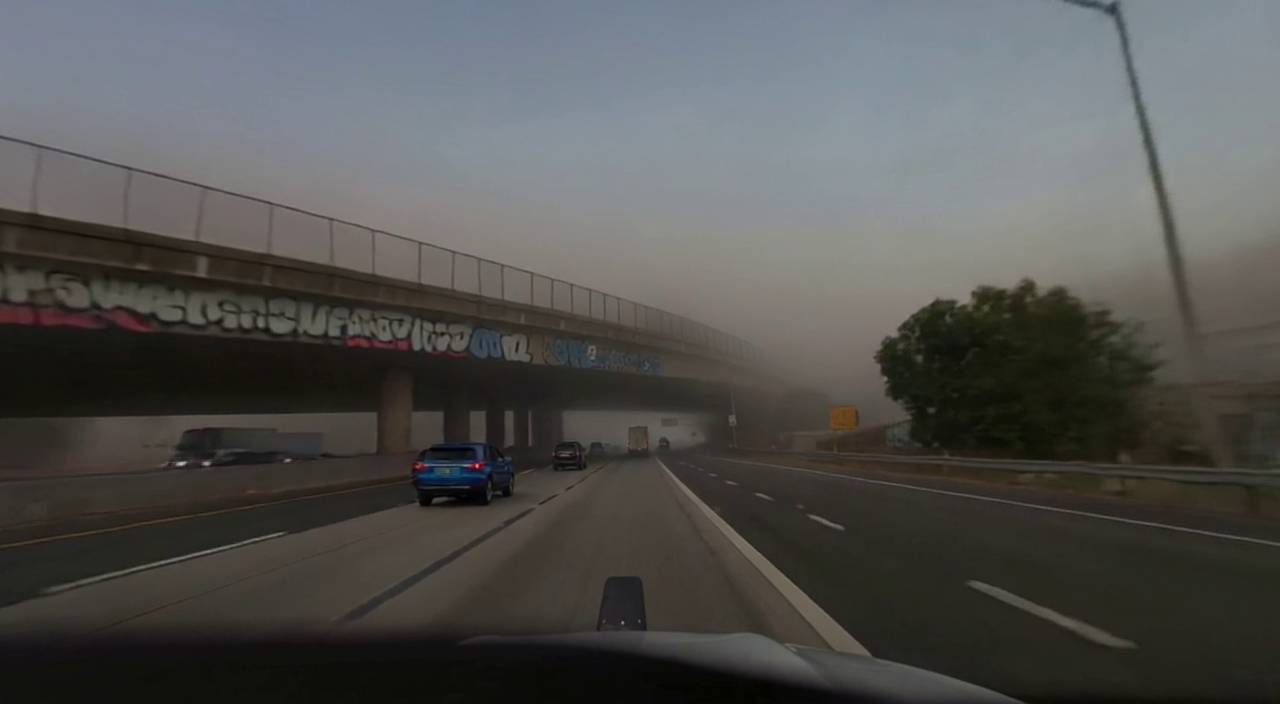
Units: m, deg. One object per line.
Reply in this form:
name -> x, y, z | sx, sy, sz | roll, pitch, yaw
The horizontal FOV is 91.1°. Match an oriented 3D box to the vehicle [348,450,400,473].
vehicle -> -20.150, 8.316, 47.788 | 1.856, 1.560, 5.001 | -1, -8, -1

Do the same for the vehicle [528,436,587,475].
vehicle -> -3.822, 4.883, 29.859 | 2.154, 1.693, 4.394 | 0, -8, 1

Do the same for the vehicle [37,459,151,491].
vehicle -> -35.280, 7.934, 40.892 | 2.190, 1.725, 5.844 | 0, -8, 0

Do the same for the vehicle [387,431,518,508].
vehicle -> -4.403, 2.810, 15.464 | 1.969, 1.633, 3.962 | 0, -8, 0
